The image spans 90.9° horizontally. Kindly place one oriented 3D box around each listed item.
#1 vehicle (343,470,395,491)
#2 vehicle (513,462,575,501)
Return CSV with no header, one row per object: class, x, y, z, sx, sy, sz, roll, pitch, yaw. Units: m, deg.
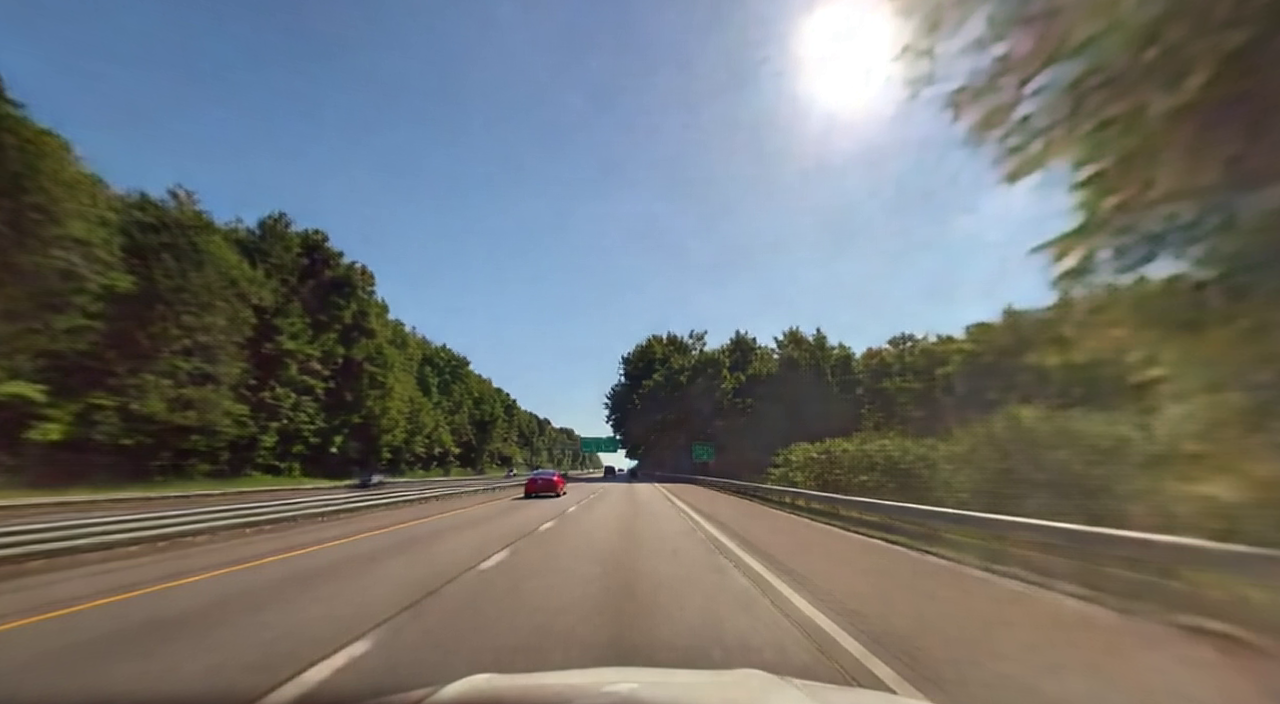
vehicle,-20.533,9.758,47.907,1.800,1.469,4.703,1,-10,0
vehicle,-4.039,5.545,27.131,1.954,1.509,4.094,1,-11,1
